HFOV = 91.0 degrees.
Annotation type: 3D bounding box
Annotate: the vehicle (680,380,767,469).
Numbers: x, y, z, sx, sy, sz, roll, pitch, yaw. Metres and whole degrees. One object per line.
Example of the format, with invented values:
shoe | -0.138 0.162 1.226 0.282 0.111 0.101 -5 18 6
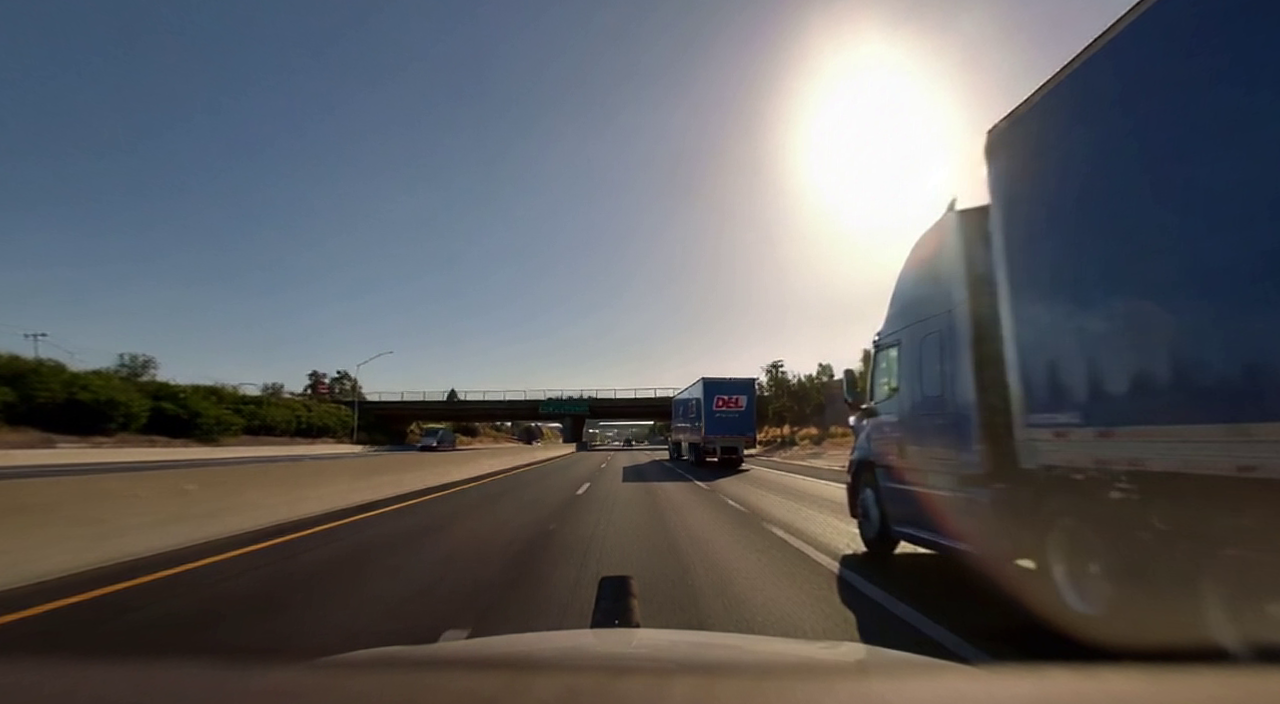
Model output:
vehicle | 3.970 3.784 32.020 2.880 3.918 8.254 0 -8 -3
